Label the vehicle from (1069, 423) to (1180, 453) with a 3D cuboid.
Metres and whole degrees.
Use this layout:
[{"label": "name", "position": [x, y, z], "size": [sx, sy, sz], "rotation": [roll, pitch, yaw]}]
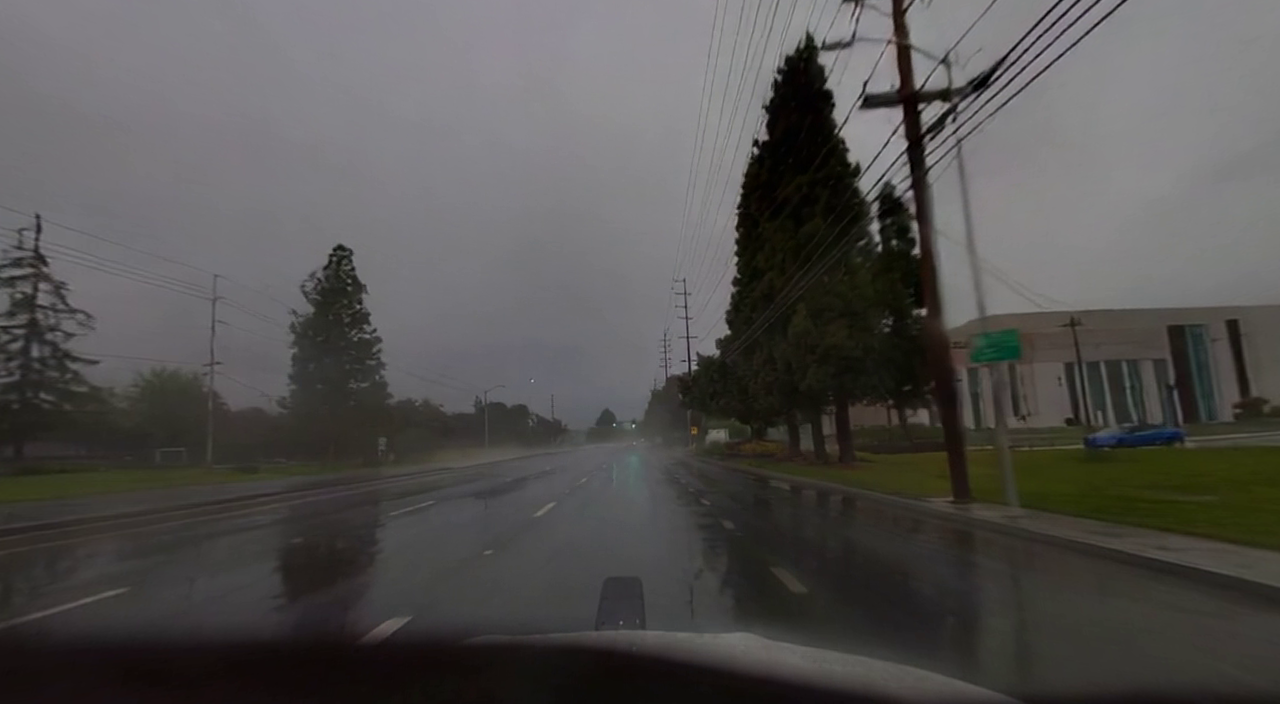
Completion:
[{"label": "vehicle", "position": [25.413, 4.590, 33.412], "size": [1.996, 1.442, 4.785], "rotation": [0, -8, -2]}]
